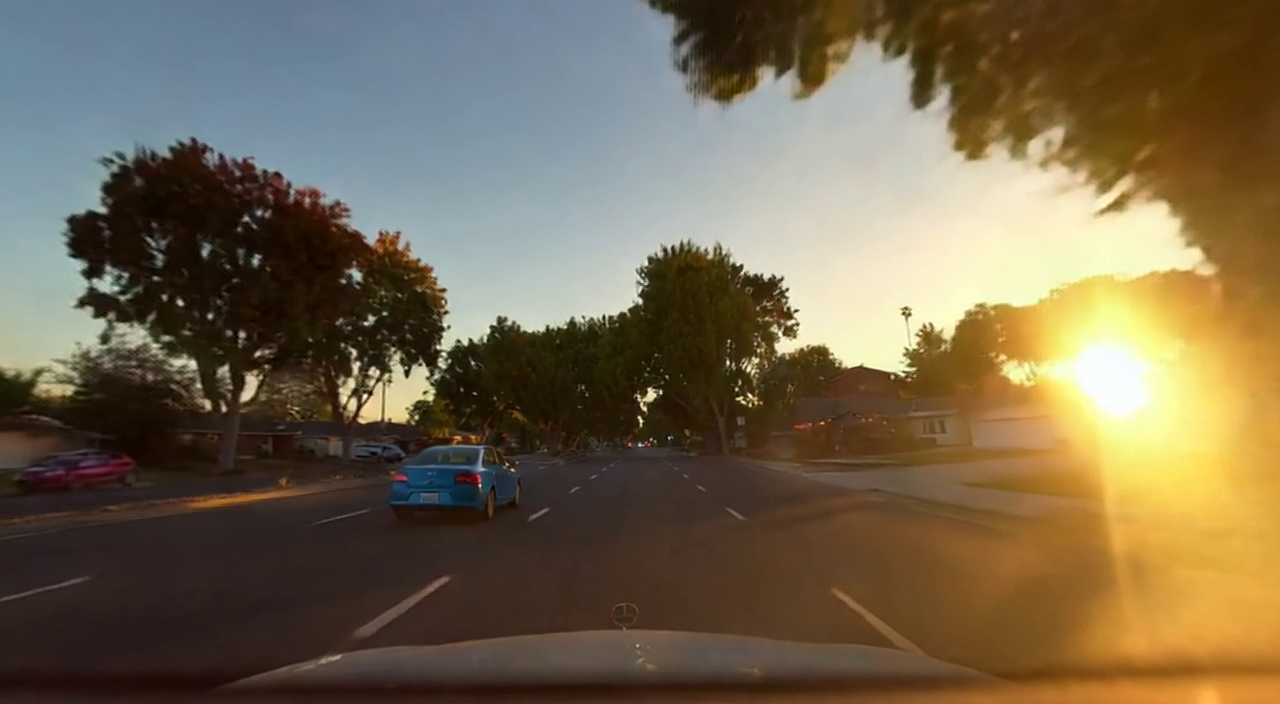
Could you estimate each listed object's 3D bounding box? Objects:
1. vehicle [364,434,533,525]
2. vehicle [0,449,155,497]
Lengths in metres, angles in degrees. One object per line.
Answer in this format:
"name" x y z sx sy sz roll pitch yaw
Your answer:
"vehicle" -3.484 2.381 12.461 2.005 1.477 4.169 0 -8 0
"vehicle" -22.786 4.835 25.781 2.031 1.699 5.011 0 -8 -1
